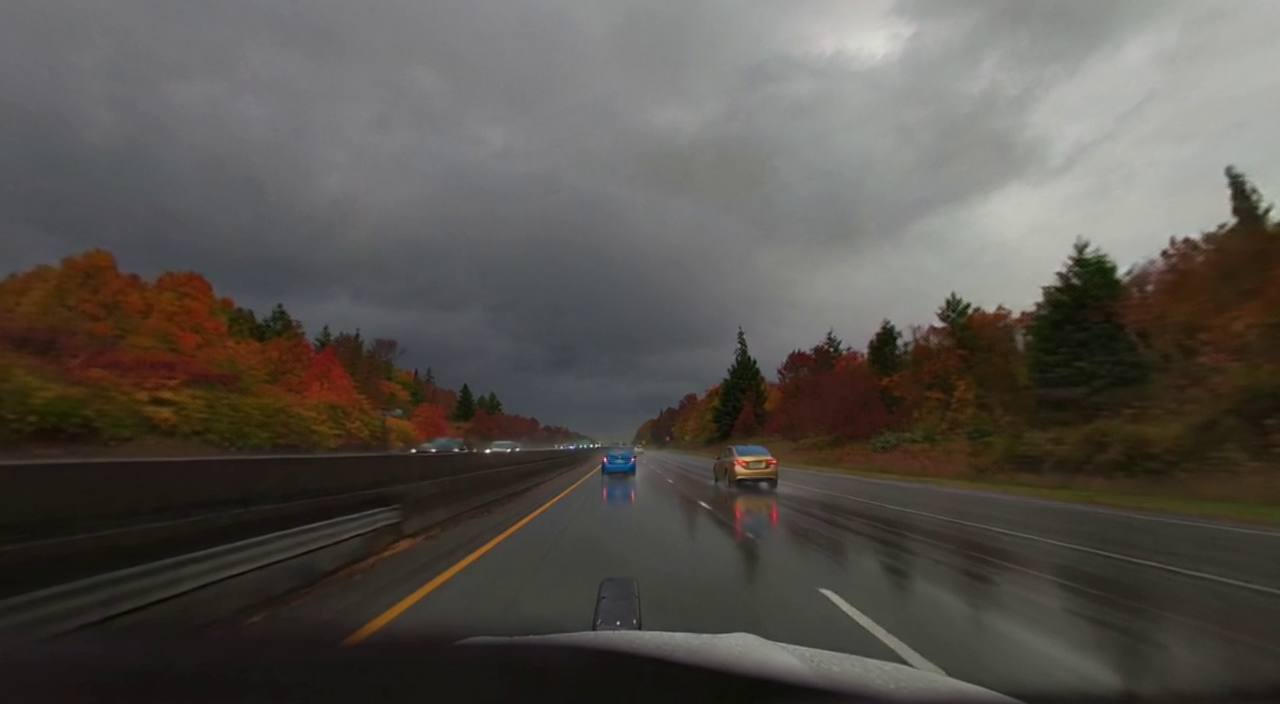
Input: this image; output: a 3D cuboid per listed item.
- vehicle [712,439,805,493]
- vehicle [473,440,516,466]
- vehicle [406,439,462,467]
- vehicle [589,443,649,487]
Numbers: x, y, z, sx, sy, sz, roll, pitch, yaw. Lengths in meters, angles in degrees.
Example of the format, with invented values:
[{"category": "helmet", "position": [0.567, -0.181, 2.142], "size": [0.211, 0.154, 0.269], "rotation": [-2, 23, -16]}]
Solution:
[{"category": "vehicle", "position": [3.785, 3.741, 20.919], "size": [2.300, 1.595, 4.144], "rotation": [-1, -9, 0]}, {"category": "vehicle", "position": [-10.277, 7.159, 44.511], "size": [2.044, 1.661, 4.534], "rotation": [0, -9, -1]}, {"category": "vehicle", "position": [-13.783, 6.771, 42.156], "size": [2.213, 1.731, 4.671], "rotation": [0, -9, -1]}, {"category": "vehicle", "position": [-0.776, 4.381, 24.633], "size": [2.128, 1.516, 4.410], "rotation": [0, -9, -1]}]
